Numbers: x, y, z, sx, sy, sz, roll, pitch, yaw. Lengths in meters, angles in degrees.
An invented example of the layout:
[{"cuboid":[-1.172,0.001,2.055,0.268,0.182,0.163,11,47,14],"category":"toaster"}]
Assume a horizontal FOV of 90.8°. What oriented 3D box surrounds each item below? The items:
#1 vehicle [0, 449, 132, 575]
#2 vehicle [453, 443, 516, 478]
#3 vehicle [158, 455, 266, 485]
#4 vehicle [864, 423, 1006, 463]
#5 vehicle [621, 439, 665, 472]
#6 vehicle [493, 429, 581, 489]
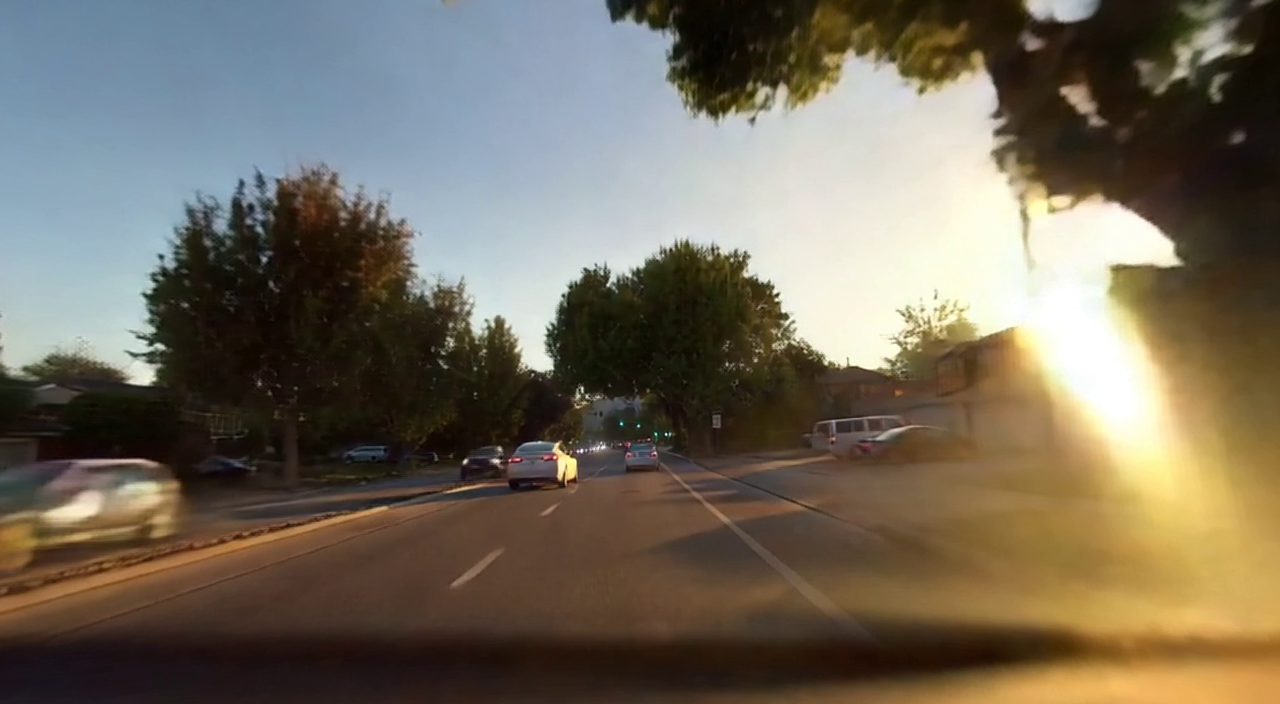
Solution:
[{"cuboid":[-8.996,2.017,7.754,2.192,1.516,3.995,-2,-8,0],"category":"vehicle"},{"cuboid":[-7.873,5.524,32.439,1.983,1.538,4.575,-3,-8,1],"category":"vehicle"},{"cuboid":[-22.775,6.282,33.749,4.370,1.496,1.887,0,-8,-3],"category":"vehicle"},{"cuboid":[11.339,3.544,24.532,4.573,1.461,1.867,0,-8,0],"category":"vehicle"},{"cuboid":[0.124,5.129,31.648,2.062,1.518,3.901,0,-8,0],"category":"vehicle"},{"cuboid":[-3.272,3.521,21.097,2.157,1.771,4.452,0,-8,0],"category":"vehicle"}]
